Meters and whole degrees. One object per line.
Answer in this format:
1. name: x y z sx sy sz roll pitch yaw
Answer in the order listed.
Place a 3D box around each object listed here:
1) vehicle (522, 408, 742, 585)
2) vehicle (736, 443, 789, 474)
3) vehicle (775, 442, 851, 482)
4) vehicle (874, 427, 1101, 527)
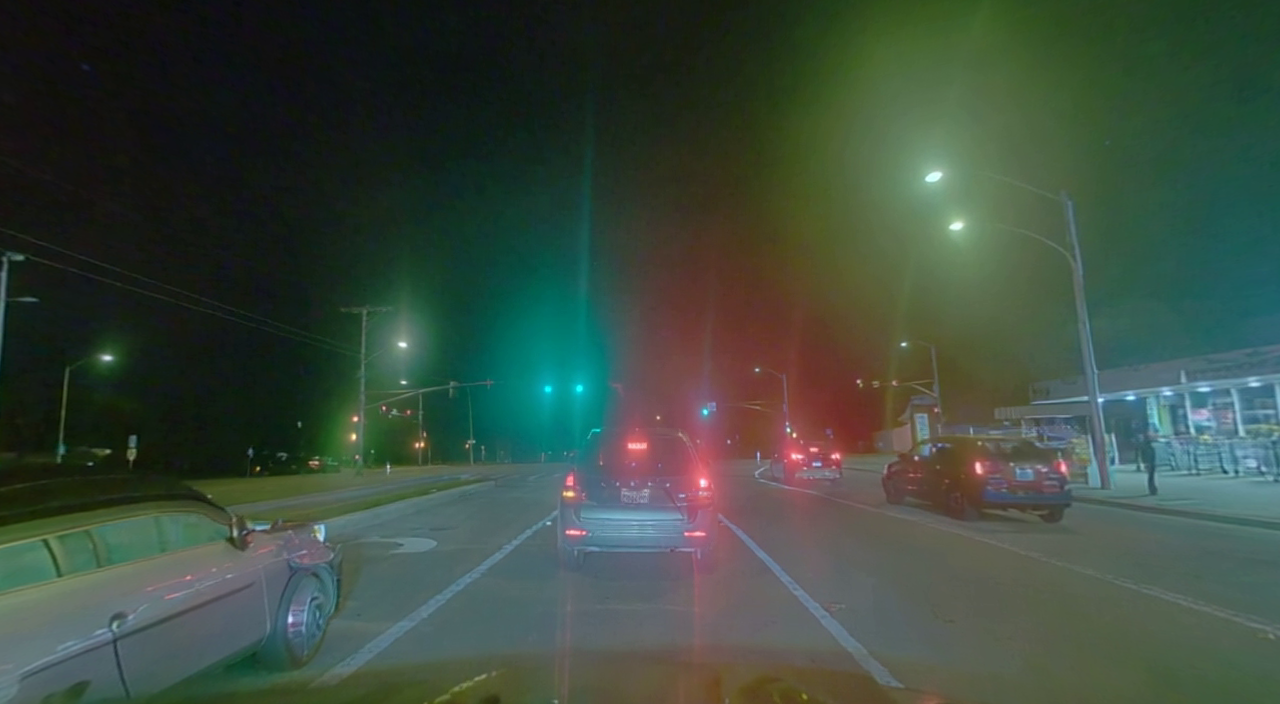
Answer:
1. vehicle: -0.063 1.691 8.116 2.115 1.700 3.901 0 -9 1
2. vehicle: 6.259 5.460 32.634 1.961 1.477 4.454 0 -9 2
3. vehicle: 6.852 4.404 25.424 1.833 1.452 4.237 0 -9 -1
4. vehicle: 6.664 2.434 12.866 2.072 1.652 4.611 0 -9 1
